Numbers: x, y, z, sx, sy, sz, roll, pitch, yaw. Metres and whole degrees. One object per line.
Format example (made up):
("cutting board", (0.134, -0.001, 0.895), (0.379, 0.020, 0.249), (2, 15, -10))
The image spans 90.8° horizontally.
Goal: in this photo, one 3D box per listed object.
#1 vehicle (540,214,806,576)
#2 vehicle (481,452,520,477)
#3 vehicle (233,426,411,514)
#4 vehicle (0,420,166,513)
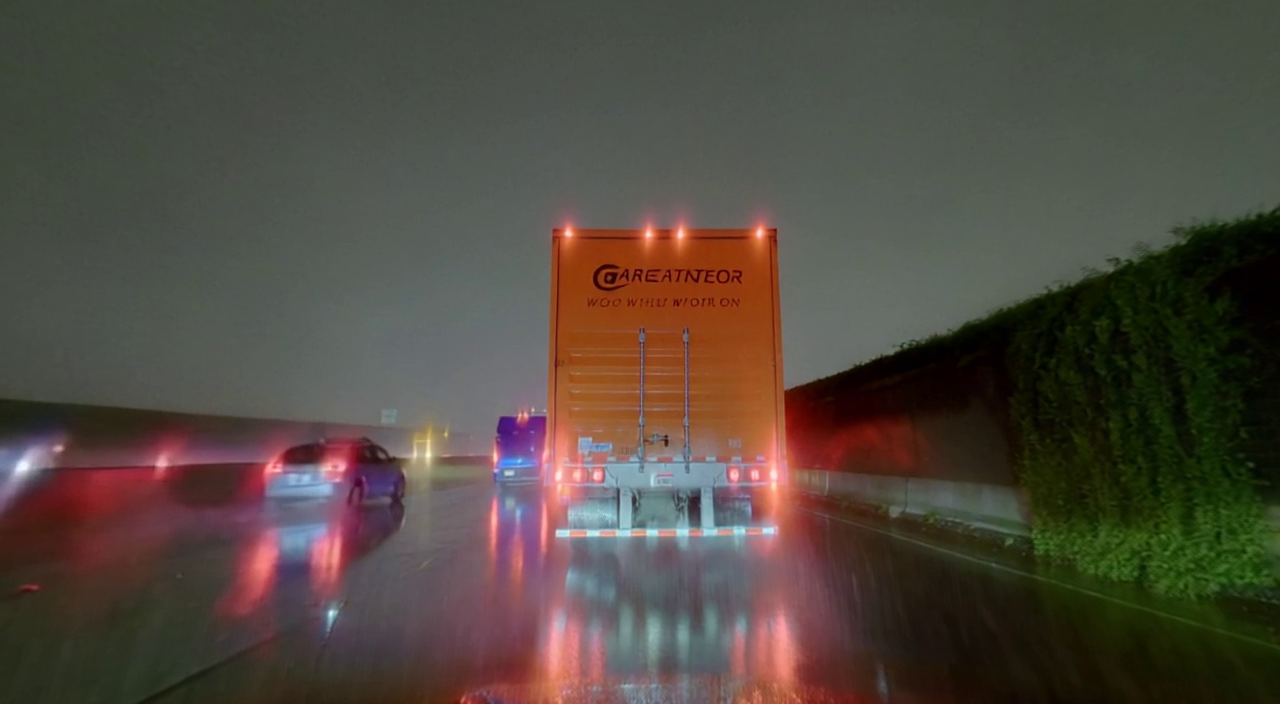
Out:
("vehicle", (0.481, 1.225, 12.286), (2.853, 4.054, 10.557), (0, -9, 1))
("vehicle", (-8.649, 6.967, 39.404), (1.617, 1.465, 3.546), (0, -9, 1))
("vehicle", (-8.505, 3.208, 17.649), (2.174, 2.059, 5.314), (0, -9, 0))
("vehicle", (-21.523, 4.096, 22.926), (2.677, 2.891, 7.414), (0, -9, 0))
